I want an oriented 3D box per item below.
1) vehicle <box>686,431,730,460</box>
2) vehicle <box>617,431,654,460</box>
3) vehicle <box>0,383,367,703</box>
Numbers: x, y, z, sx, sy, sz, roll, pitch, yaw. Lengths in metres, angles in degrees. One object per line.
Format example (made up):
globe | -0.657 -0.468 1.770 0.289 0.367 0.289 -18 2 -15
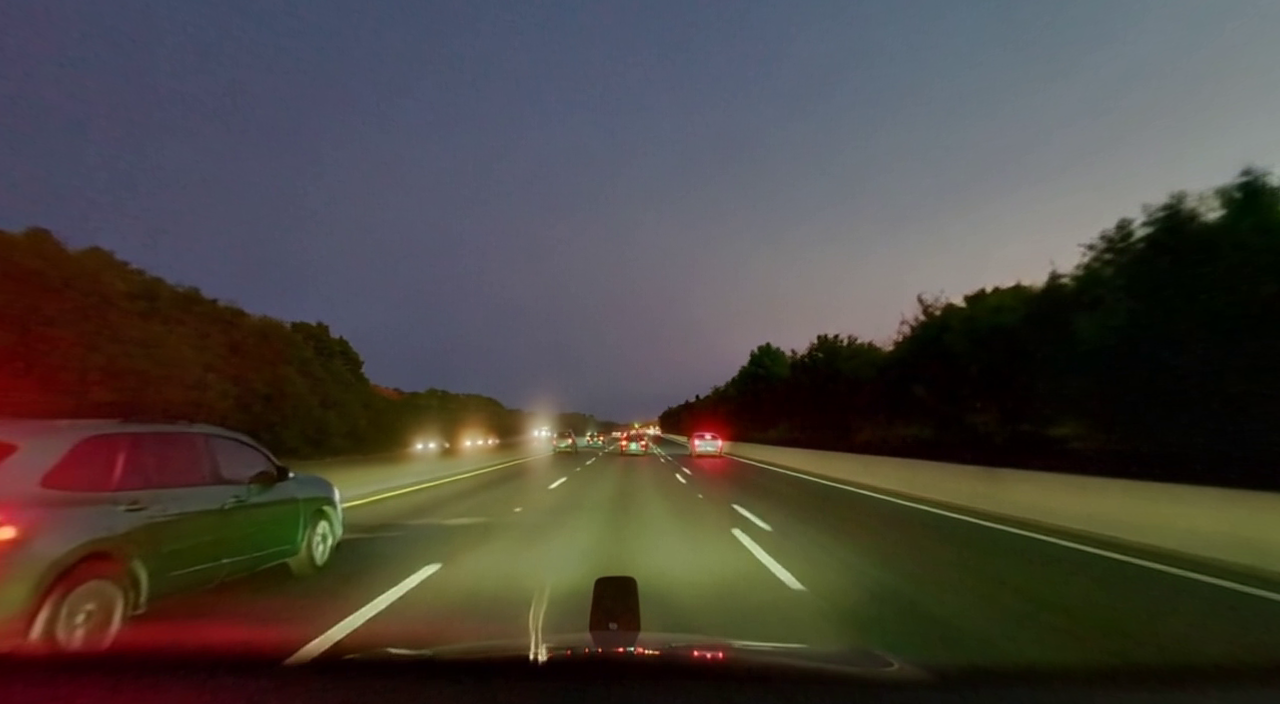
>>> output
vehicle | 3.701 5.122 34.857 1.841 1.491 3.869 0 -8 -2
vehicle | -0.273 4.931 33.510 1.869 1.466 3.356 0 -8 -1
vehicle | -3.969 1.108 4.418 2.023 1.512 4.804 0 -8 -1
